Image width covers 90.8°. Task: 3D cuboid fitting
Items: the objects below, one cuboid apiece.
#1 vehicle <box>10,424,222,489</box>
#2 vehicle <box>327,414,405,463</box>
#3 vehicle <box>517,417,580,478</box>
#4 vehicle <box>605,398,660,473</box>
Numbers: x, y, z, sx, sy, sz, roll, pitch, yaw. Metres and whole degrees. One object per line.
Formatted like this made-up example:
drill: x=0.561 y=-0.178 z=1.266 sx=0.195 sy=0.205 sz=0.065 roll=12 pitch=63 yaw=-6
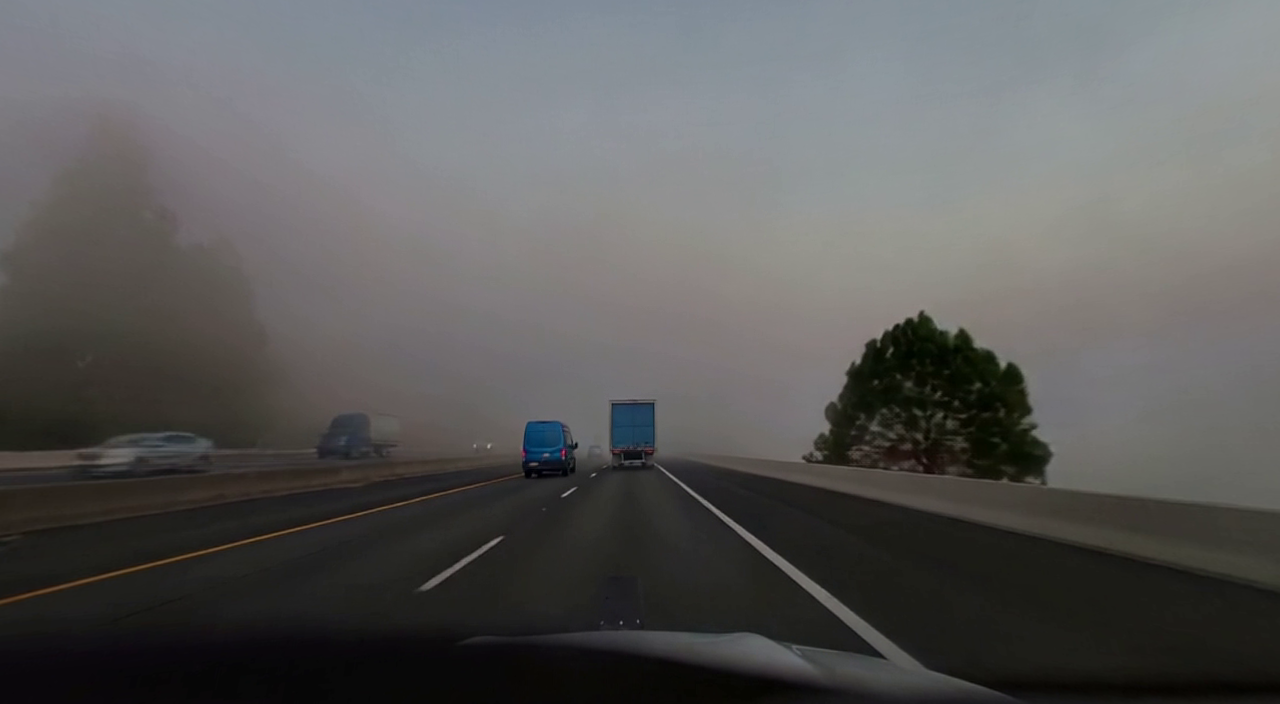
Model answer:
vehicle: x=-13.372 y=2.713 z=16.542 sx=1.897 sy=1.471 sz=4.275 roll=0 pitch=-9 yaw=0
vehicle: x=-17.914 y=5.761 z=41.729 sx=2.450 sy=2.949 sz=5.978 roll=0 pitch=-9 yaw=0
vehicle: x=-4.475 y=4.859 z=32.078 sx=2.357 sy=2.786 sz=6.144 roll=0 pitch=-9 yaw=-1
vehicle: x=-0.469 y=5.332 z=39.536 sx=2.995 sy=4.036 sz=10.311 roll=0 pitch=-9 yaw=-1
